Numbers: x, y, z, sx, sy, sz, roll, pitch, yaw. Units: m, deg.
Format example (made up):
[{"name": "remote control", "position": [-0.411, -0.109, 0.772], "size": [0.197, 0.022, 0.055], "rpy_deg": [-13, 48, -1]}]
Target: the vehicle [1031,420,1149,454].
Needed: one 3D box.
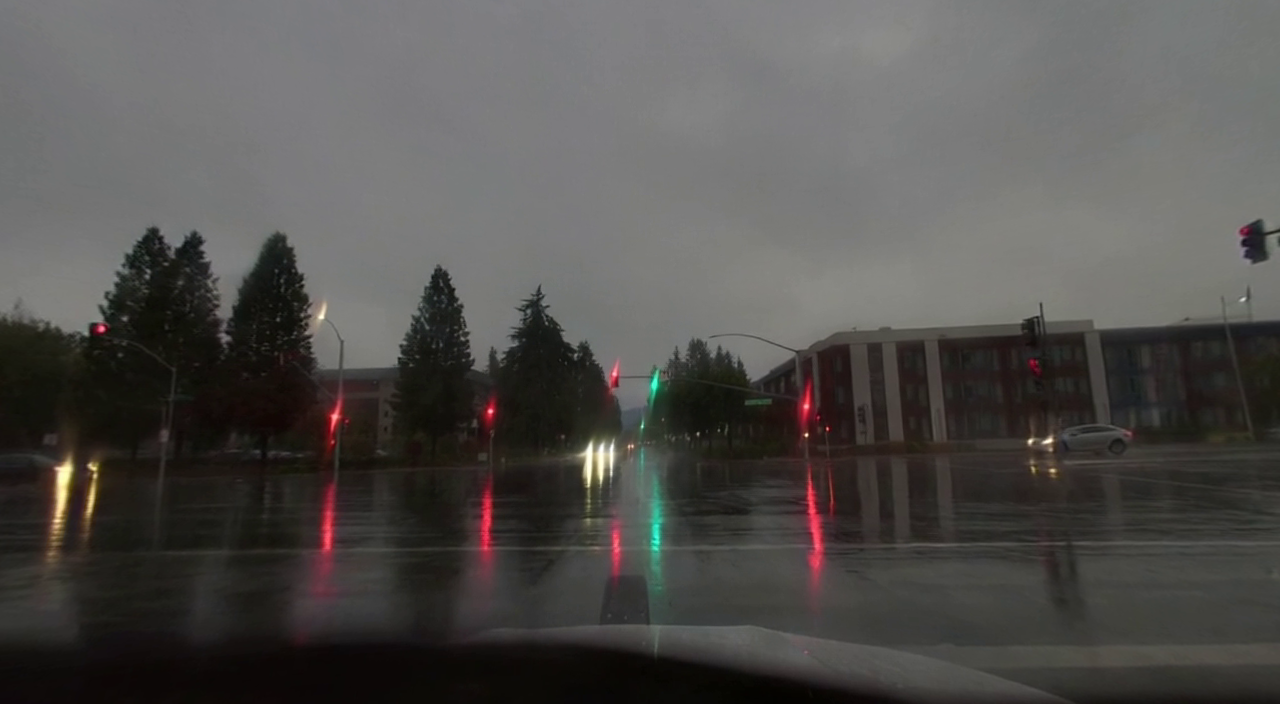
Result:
[{"name": "vehicle", "position": [23.050, 4.377, 32.396], "size": [4.483, 1.691, 1.949], "rpy_deg": [0, -8, 1]}]

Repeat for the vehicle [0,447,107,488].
[{"name": "vehicle", "position": [-25.219, 4.781, 26.252], "size": [4.332, 1.573, 1.900], "rpy_deg": [0, -8, 3]}]
